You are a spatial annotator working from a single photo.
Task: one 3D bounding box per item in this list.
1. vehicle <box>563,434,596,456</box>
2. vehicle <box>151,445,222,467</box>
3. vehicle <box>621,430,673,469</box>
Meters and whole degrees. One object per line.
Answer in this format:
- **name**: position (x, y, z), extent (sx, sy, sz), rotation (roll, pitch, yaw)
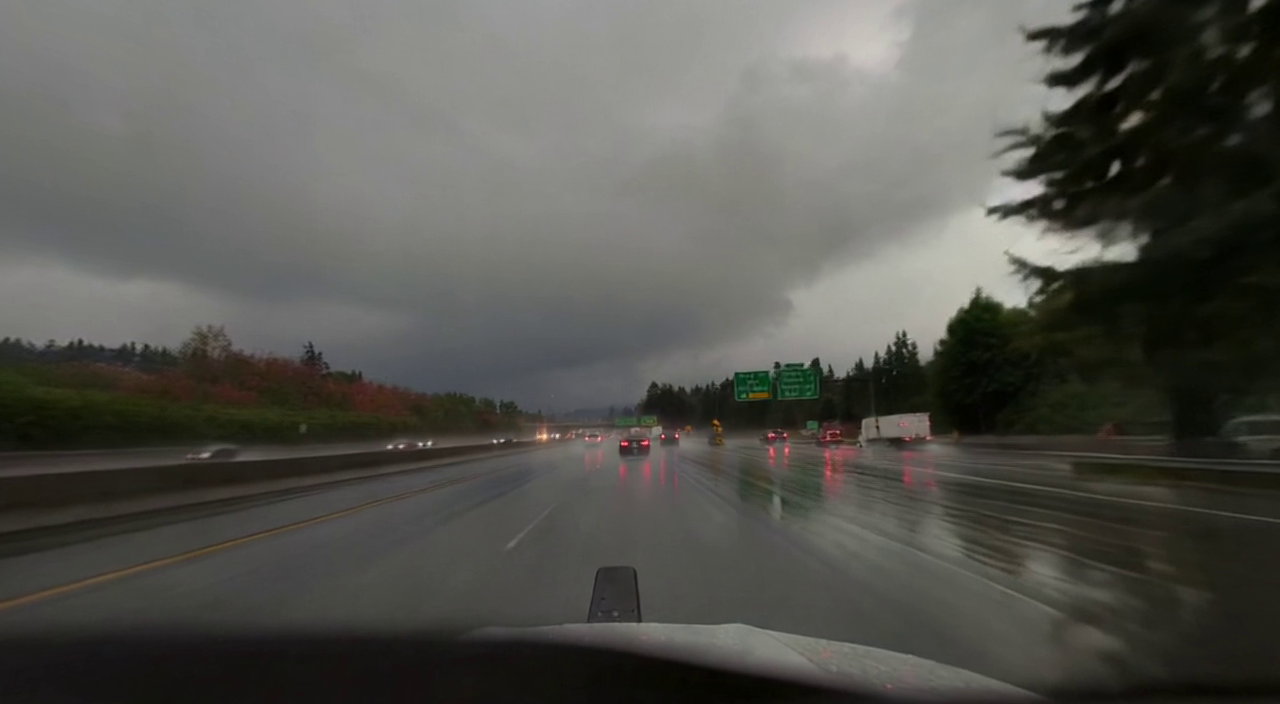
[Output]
- **vehicle**: position (-4.262, 6.641, 44.894), extent (2.014, 1.471, 4.380), rotation (0, -8, -1)
- **vehicle**: position (-35.378, 8.108, 49.395), extent (2.004, 1.615, 4.867), rotation (0, -8, -1)
- **vehicle**: position (0.225, 4.247, 27.597), extent (2.086, 1.554, 3.875), rotation (0, -8, -2)
